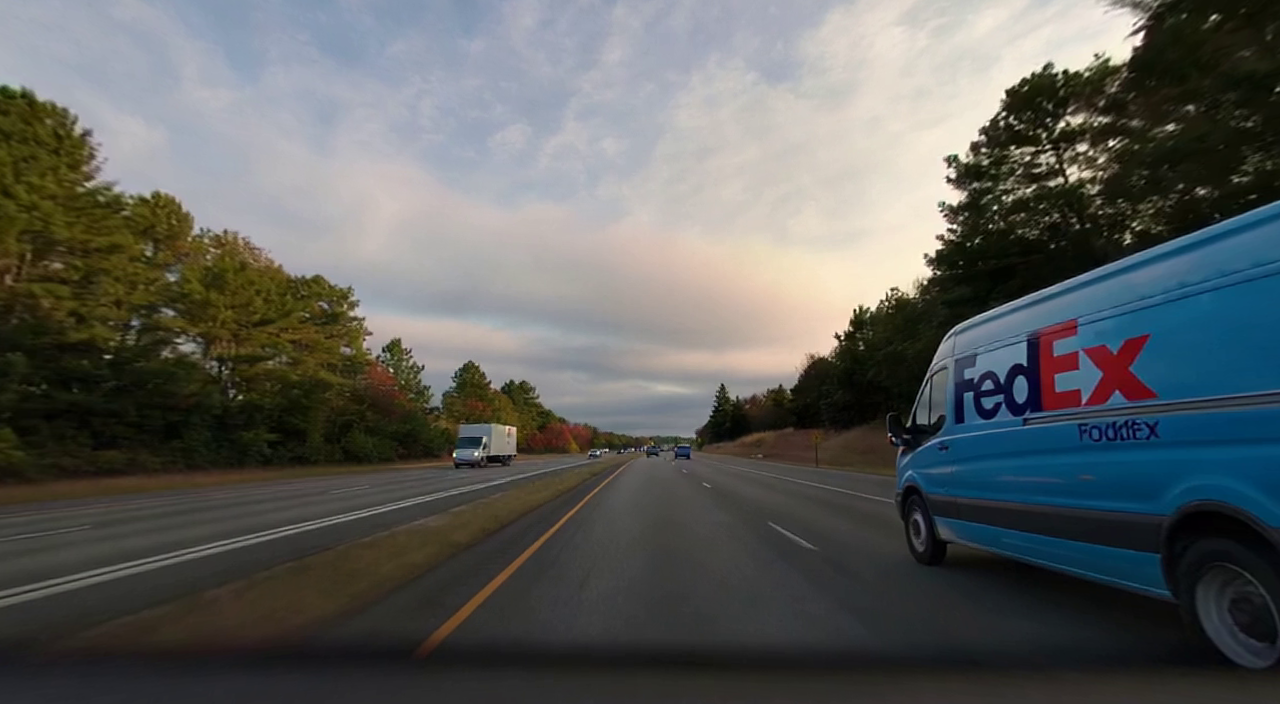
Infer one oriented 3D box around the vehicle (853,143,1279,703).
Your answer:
[{"bbox_3d":[3.885,0.736,4.532,2.522,2.556,6.180,0,-9,0],"label":"vehicle"}]
